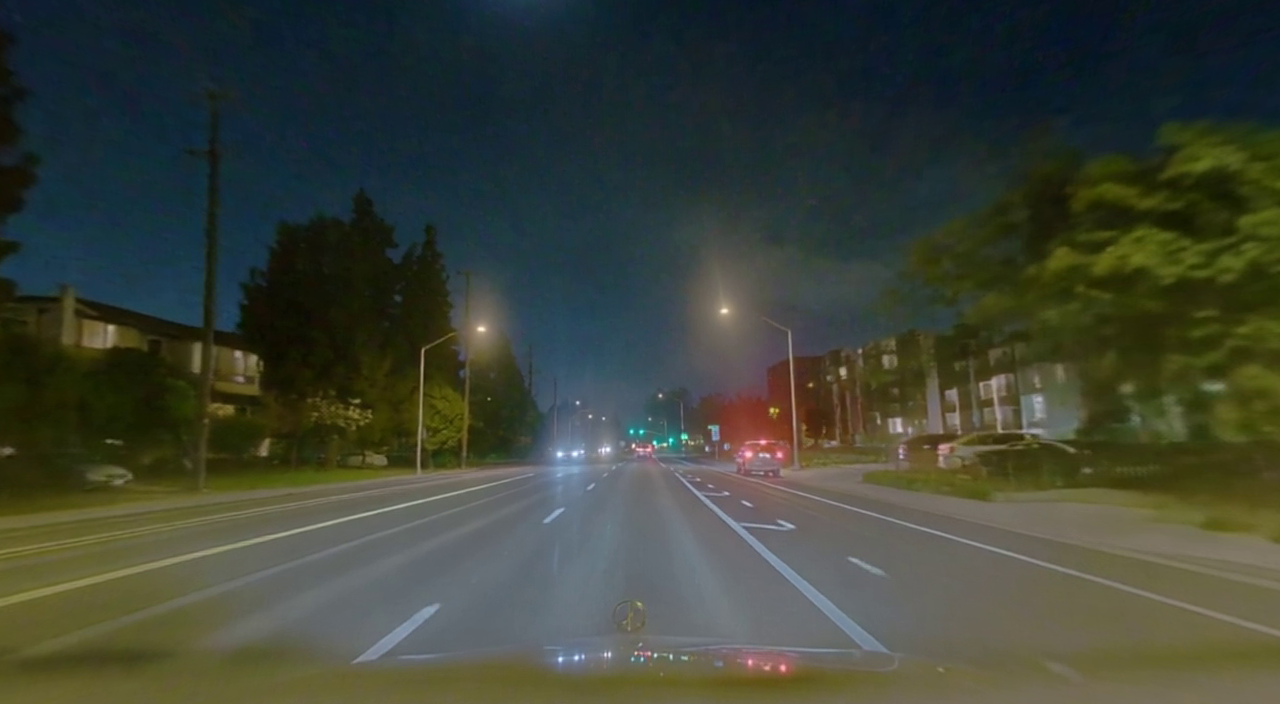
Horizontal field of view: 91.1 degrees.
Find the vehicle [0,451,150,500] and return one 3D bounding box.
[{"bbox_3d":[-19.061,3.998,20.487,4.500,1.482,1.916,0,-9,2],"label":"vehicle"}]

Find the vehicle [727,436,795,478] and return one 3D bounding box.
[{"bbox_3d":[5.595,4.926,29.692,2.114,1.799,4.960,0,-9,-1],"label":"vehicle"}]

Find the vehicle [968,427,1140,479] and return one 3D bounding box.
[{"bbox_3d":[13.960,3.416,21.378,4.399,1.663,1.970,0,-8,0],"label":"vehicle"}]
